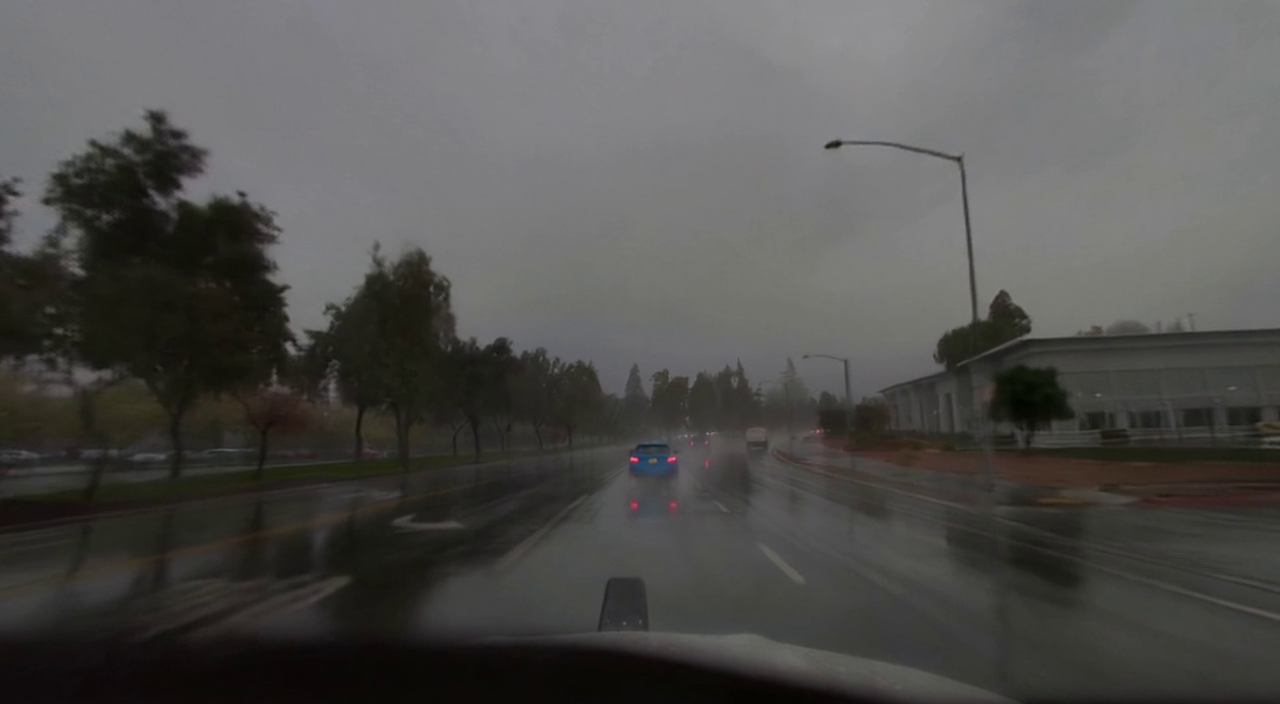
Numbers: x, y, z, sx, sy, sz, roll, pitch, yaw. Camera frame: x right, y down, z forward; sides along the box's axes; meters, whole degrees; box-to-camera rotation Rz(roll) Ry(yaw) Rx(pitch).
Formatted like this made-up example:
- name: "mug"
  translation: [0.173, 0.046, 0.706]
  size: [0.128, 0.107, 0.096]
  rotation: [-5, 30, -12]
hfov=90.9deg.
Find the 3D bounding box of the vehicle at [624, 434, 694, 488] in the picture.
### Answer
- name: "vehicle"
  translation: [0.622, 3.436, 20.142]
  size: [2.010, 1.535, 3.735]
  rotation: [-1, -8, 2]
